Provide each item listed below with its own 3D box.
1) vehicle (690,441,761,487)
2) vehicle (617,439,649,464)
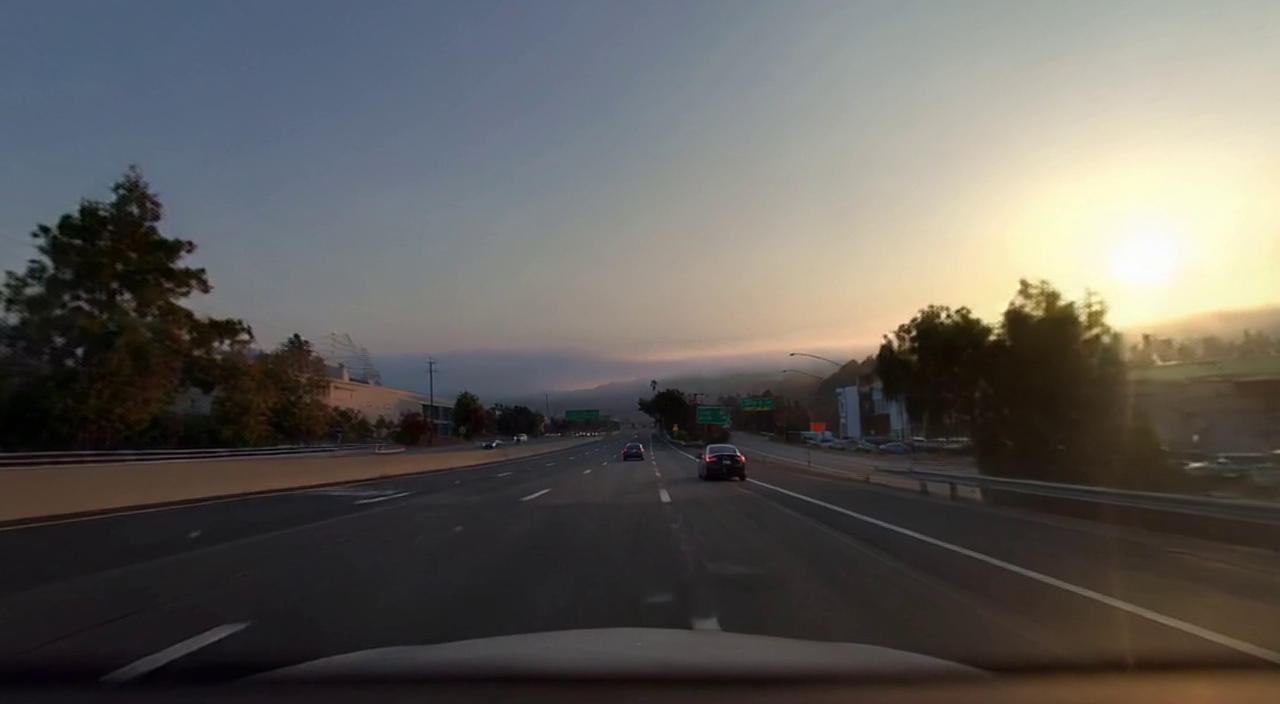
[{"bbox_3d":[3.094,4.156,23.829,2.029,1.528,4.644,0,-9,0],"label":"vehicle"},{"bbox_3d":[-0.427,7.029,44.680,2.127,1.692,4.382,0,-9,1],"label":"vehicle"}]
